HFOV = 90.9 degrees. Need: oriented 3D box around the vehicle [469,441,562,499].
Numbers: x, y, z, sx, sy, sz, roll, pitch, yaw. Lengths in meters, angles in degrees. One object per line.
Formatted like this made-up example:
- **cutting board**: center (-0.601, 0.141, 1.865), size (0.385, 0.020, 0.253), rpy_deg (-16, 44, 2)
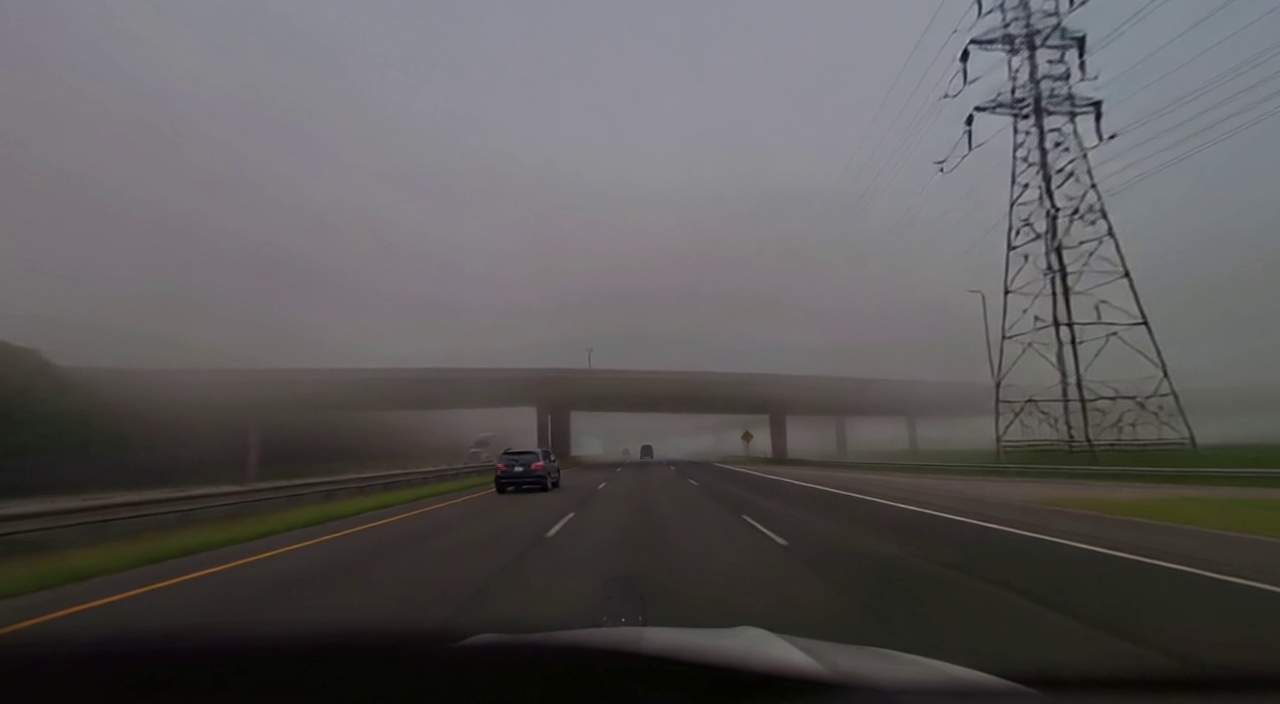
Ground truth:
- **vehicle**: center (-3.631, 3.524, 19.179), size (1.924, 1.550, 4.165), rpy_deg (0, -9, 1)
